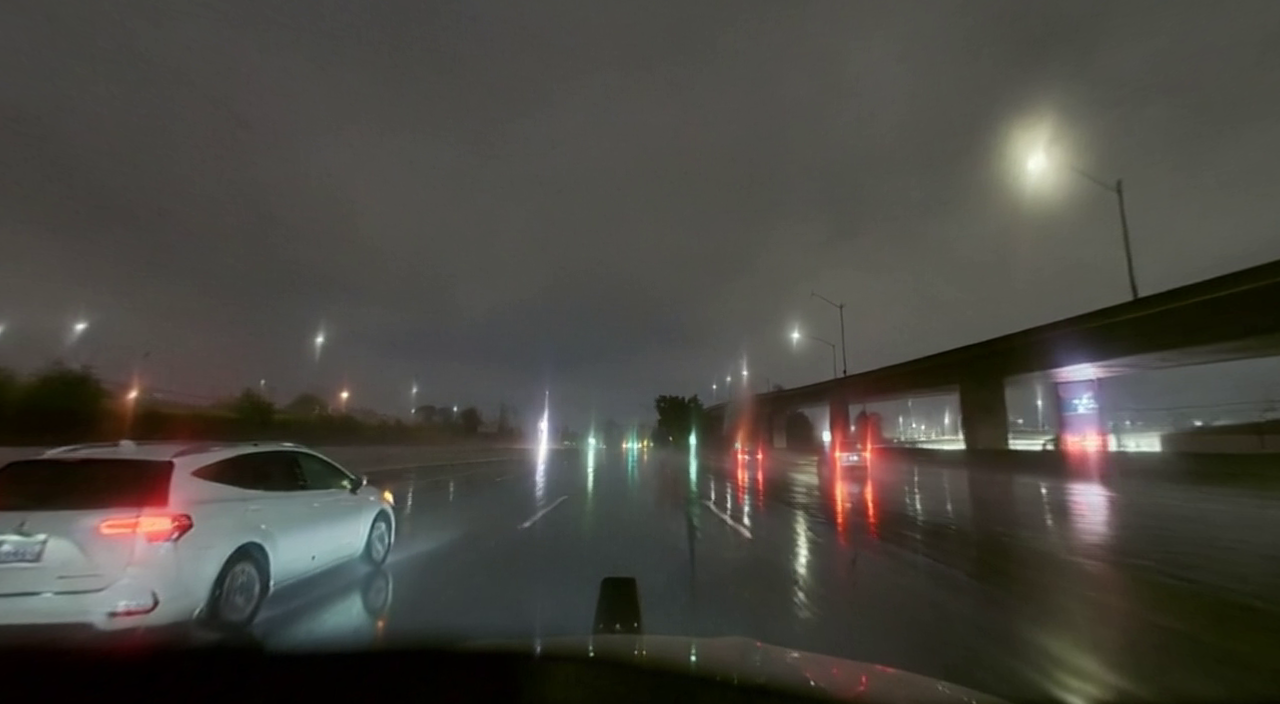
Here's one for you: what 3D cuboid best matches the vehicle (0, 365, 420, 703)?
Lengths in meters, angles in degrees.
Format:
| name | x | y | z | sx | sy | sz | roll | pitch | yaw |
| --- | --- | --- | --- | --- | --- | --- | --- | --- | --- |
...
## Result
| name | x | y | z | sx | sy | sz | roll | pitch | yaw |
| --- | --- | --- | --- | --- | --- | --- | --- | --- | --- |
| vehicle | -3.561 | 1.218 | 4.894 | 2.178 | 1.699 | 4.321 | 0 | -8 | -1 |
